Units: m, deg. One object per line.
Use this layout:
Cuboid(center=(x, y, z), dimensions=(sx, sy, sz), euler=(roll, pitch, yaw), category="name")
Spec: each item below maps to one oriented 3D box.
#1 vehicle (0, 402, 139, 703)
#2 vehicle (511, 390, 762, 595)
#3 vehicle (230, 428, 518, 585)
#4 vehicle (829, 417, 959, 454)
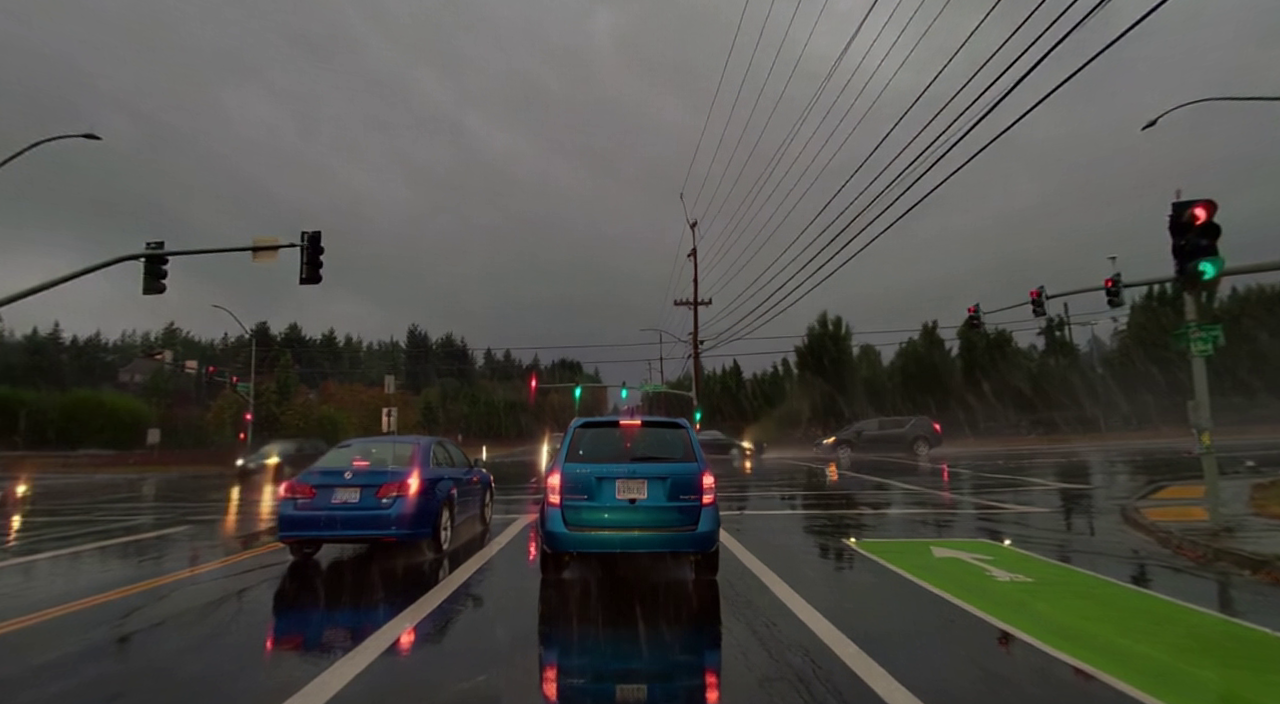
Cuboid(center=(-3.350, 0.659, 0.441), dimensions=(1.928, 1.488, 4.936), euler=(0, -8, 0), category="vehicle")
Cuboid(center=(-0.062, 1.520, 7.606), dimensions=(2.182, 1.773, 4.041), euler=(0, -8, -1), category="vehicle")
Cuboid(center=(-2.934, 1.768, 8.007), dimensions=(1.969, 1.486, 3.702), euler=(0, -8, 1), category="vehicle")
Cuboid(center=(13.840, 4.605, 34.820), dimensions=(6.143, 1.944, 2.229), euler=(-1, -8, 5), category="vehicle")
